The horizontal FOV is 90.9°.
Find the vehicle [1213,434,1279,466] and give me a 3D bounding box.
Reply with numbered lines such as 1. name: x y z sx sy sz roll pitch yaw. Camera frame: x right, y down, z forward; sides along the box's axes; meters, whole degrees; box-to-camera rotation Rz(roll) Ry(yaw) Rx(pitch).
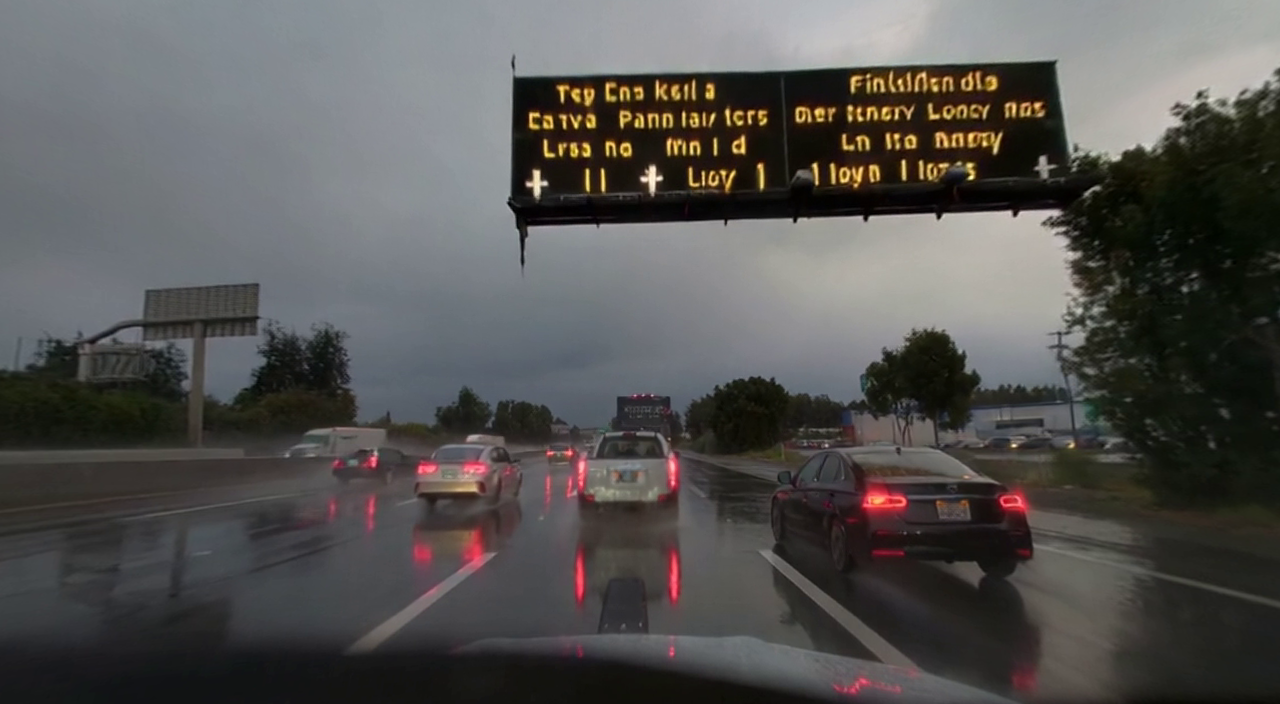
1. vehicle: 31.796 4.868 31.412 1.805 1.536 4.325 3 -9 -18

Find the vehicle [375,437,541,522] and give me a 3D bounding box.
1. vehicle: -3.534 2.574 13.296 2.132 1.464 4.481 0 -9 1

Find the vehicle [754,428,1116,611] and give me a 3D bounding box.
1. vehicle: 2.838 1.715 7.474 2.018 1.470 4.491 0 -9 -1

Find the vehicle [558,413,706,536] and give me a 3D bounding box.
1. vehicle: -0.127 2.093 11.268 2.152 1.779 3.924 0 -9 0

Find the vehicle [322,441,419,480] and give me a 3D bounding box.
1. vehicle: -11.116 4.499 26.474 1.930 1.485 4.765 0 -9 1
